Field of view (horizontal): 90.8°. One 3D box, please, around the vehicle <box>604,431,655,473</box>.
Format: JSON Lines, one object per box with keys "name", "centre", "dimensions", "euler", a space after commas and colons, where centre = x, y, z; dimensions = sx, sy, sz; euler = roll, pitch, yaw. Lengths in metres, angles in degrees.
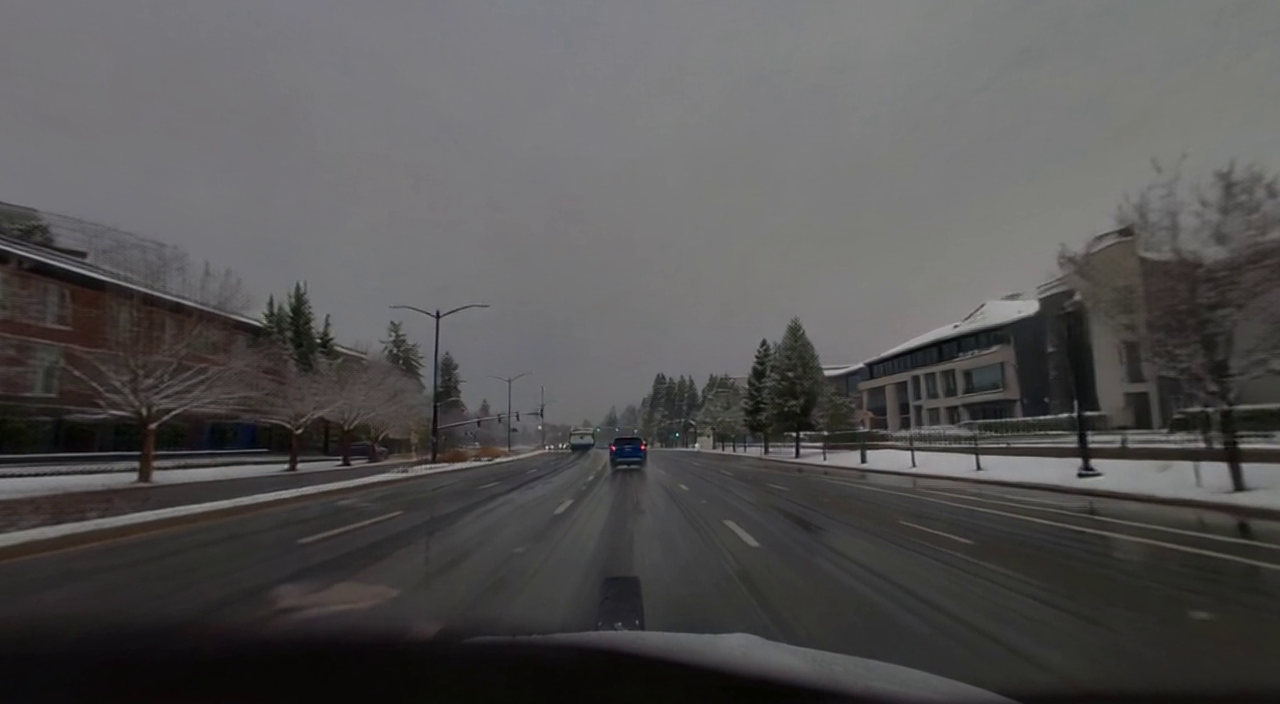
{"name": "vehicle", "centre": [-0.569, 4.811, 30.672], "dimensions": [2.260, 1.872, 4.578], "euler": [0, -8, -2]}
